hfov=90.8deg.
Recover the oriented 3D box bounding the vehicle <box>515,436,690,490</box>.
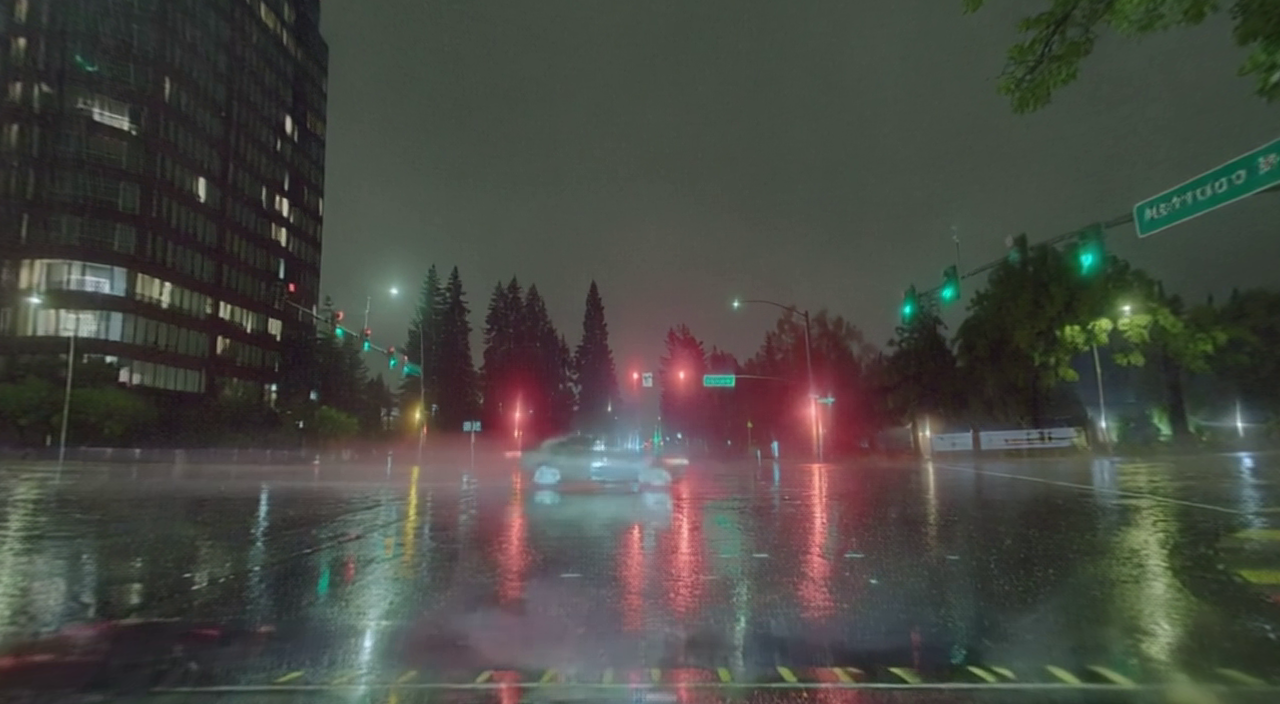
[{"bbox_3d":[-1.041,3.246,18.596,4.838,1.468,2.052,0,-9,1],"label":"vehicle"}]
